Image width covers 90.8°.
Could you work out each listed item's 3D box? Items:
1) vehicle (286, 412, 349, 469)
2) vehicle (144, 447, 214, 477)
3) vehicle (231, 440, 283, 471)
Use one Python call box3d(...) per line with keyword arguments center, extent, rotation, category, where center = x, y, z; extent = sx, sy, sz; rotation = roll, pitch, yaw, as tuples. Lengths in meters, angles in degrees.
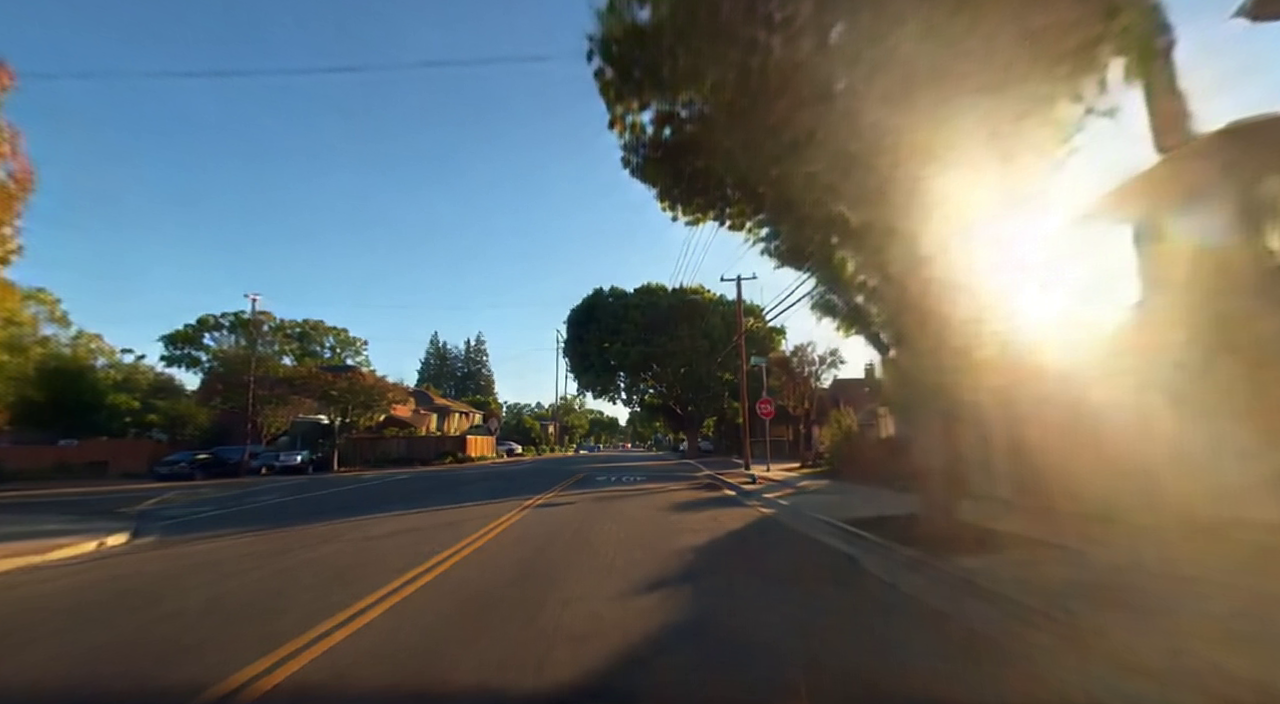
box3d(center=(-20.331, 5.835, 40.282), extent=(2.842, 3.181, 8.576), rotation=(4, -11, -23), category="vehicle")
box3d(center=(-24.202, 5.730, 33.339), extent=(1.955, 1.448, 4.542), rotation=(4, -9, -23), category="vehicle")
box3d(center=(-23.844, 6.415, 39.502), extent=(2.083, 1.802, 4.455), rotation=(4, -9, -24), category="vehicle")
